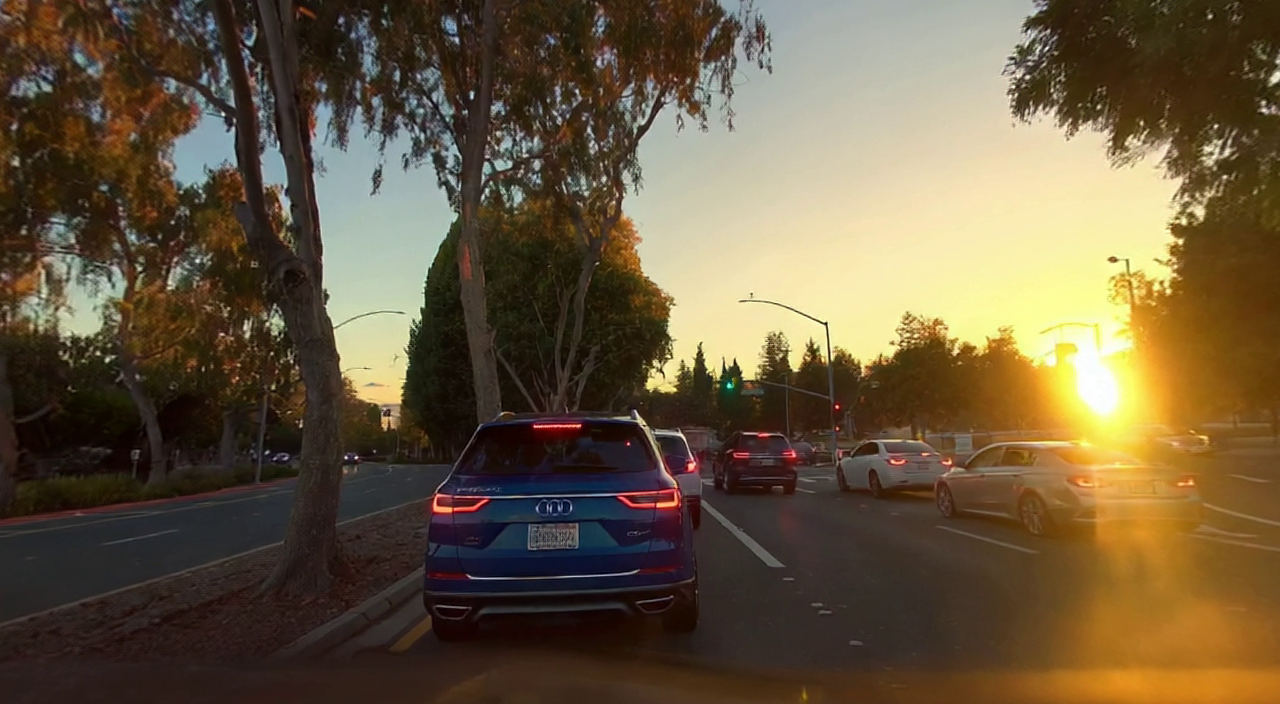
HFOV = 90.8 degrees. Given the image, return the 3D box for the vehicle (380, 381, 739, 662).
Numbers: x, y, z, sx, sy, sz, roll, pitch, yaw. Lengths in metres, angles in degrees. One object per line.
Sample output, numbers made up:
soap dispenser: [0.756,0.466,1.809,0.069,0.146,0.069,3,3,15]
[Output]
vehicle: [-0.435,1.351,6.093,2.201,1.709,4.271,0,-9,2]

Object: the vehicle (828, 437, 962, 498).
vehicle: [6.958,3.189,17.815,1.890,1.489,4.415,0,-9,-1]

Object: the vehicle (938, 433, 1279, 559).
vehicle: [6.595,2.010,9.638,1.894,1.445,4.565,0,-9,0]

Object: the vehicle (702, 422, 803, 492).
vehicle: [3.361,3.274,19.941,2.200,1.909,4.853,0,-9,-1]
